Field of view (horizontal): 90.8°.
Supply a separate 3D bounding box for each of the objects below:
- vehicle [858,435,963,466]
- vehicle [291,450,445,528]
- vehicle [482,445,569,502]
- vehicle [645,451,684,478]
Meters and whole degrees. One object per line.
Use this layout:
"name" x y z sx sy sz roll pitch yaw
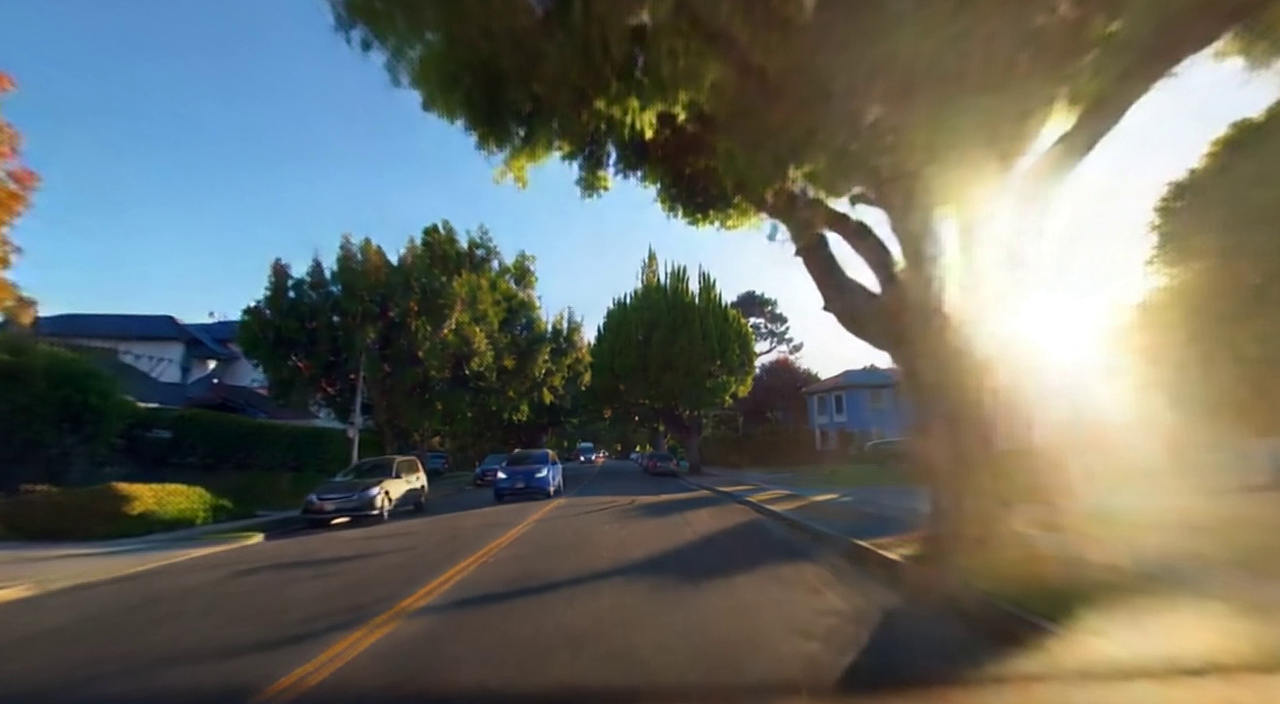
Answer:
"vehicle" 13.102 4.815 30.910 4.370 1.433 1.889 -2 -9 12
"vehicle" -6.591 3.317 15.908 2.031 1.662 4.194 0 -9 -1
"vehicle" -3.706 4.024 21.360 2.106 1.688 4.392 0 -9 0
"vehicle" 1.452 6.918 39.071 1.996 1.516 4.122 1 -9 -4
